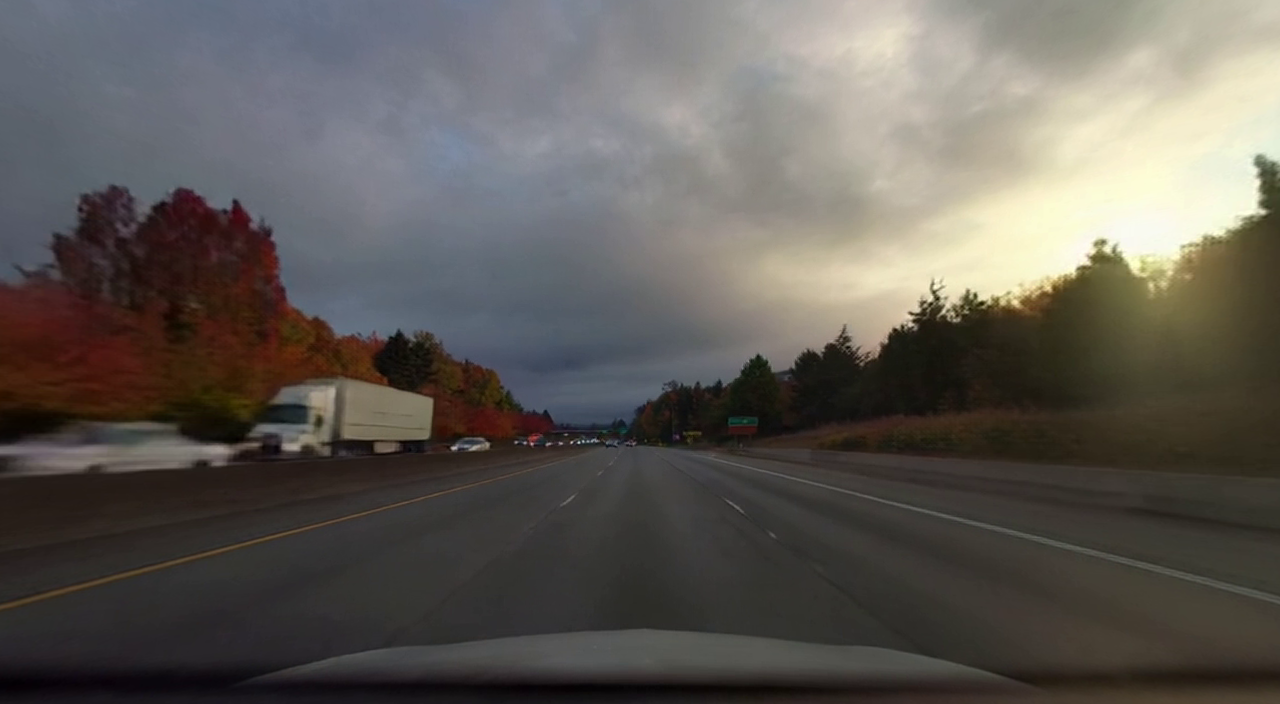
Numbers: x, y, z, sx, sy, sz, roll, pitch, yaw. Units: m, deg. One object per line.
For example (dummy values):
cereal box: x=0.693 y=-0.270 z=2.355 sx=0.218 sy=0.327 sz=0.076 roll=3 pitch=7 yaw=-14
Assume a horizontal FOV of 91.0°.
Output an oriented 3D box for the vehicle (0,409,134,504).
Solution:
vehicle: x=-11.702 y=1.796 z=10.866 sx=1.968 sy=1.569 sz=4.700 roll=0 pitch=-8 yaw=1

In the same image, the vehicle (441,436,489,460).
vehicle: x=-11.543 y=6.330 z=41.743 sx=1.871 sy=1.479 sz=4.480 roll=0 pitch=-8 yaw=0

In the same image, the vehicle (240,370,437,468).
vehicle: x=-15.084 y=3.919 z=34.181 sx=2.927 sy=4.069 sz=16.353 roll=0 pitch=-8 yaw=-1
